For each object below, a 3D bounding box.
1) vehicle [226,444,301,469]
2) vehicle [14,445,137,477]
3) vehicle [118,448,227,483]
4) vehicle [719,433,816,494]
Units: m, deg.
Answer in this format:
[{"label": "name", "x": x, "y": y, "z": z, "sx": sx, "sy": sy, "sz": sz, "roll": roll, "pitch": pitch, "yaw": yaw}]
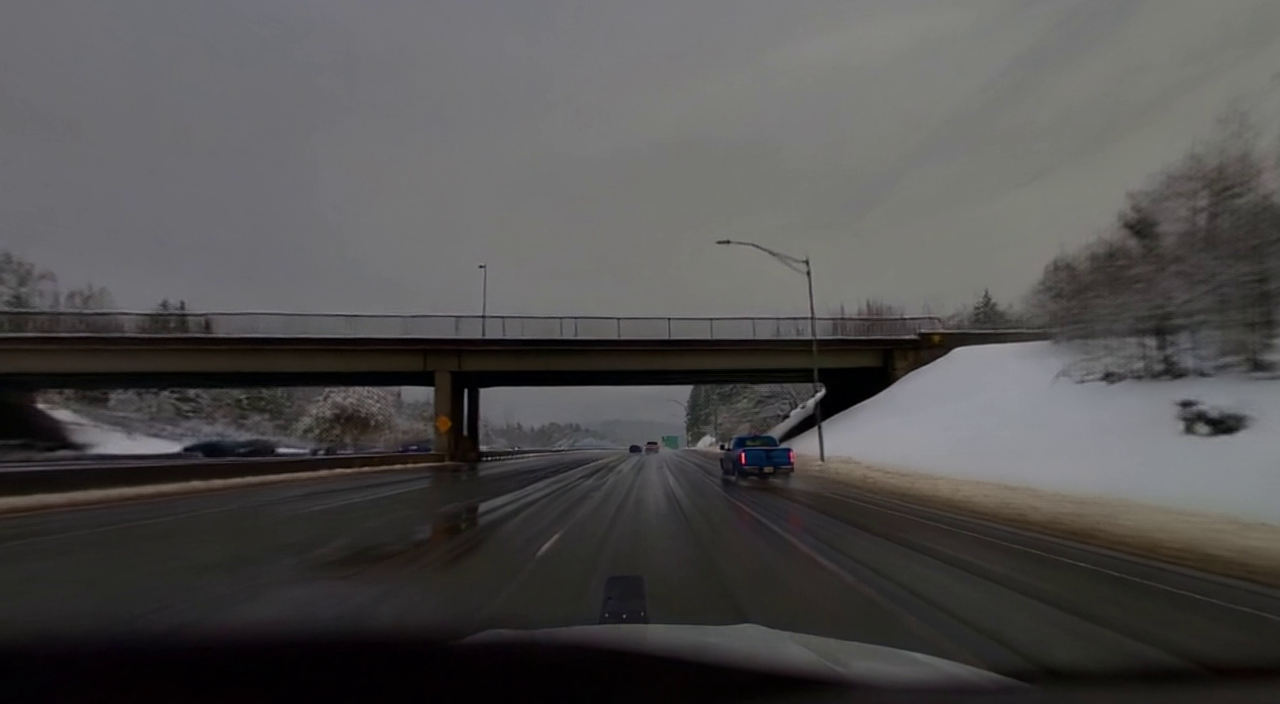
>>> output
[{"label": "vehicle", "x": -23.312, "y": 6.490, "z": 39.284, "sx": 1.872, "sy": 1.456, "sz": 4.348, "roll": 0, "pitch": -8, "yaw": 2}, {"label": "vehicle", "x": -27.245, "y": 5.244, "z": 30.663, "sx": 1.890, "sy": 1.450, "sz": 4.280, "roll": 0, "pitch": -8, "yaw": 2}, {"label": "vehicle", "x": -20.150, "y": 4.885, "z": 27.369, "sx": 1.788, "sy": 1.380, "sz": 3.674, "roll": 0, "pitch": -8, "yaw": 2}, {"label": "vehicle", "x": 3.820, "y": 3.439, "z": 19.878, "sx": 2.010, "sy": 1.637, "sz": 4.940, "roll": 0, "pitch": -8, "yaw": 0}]
